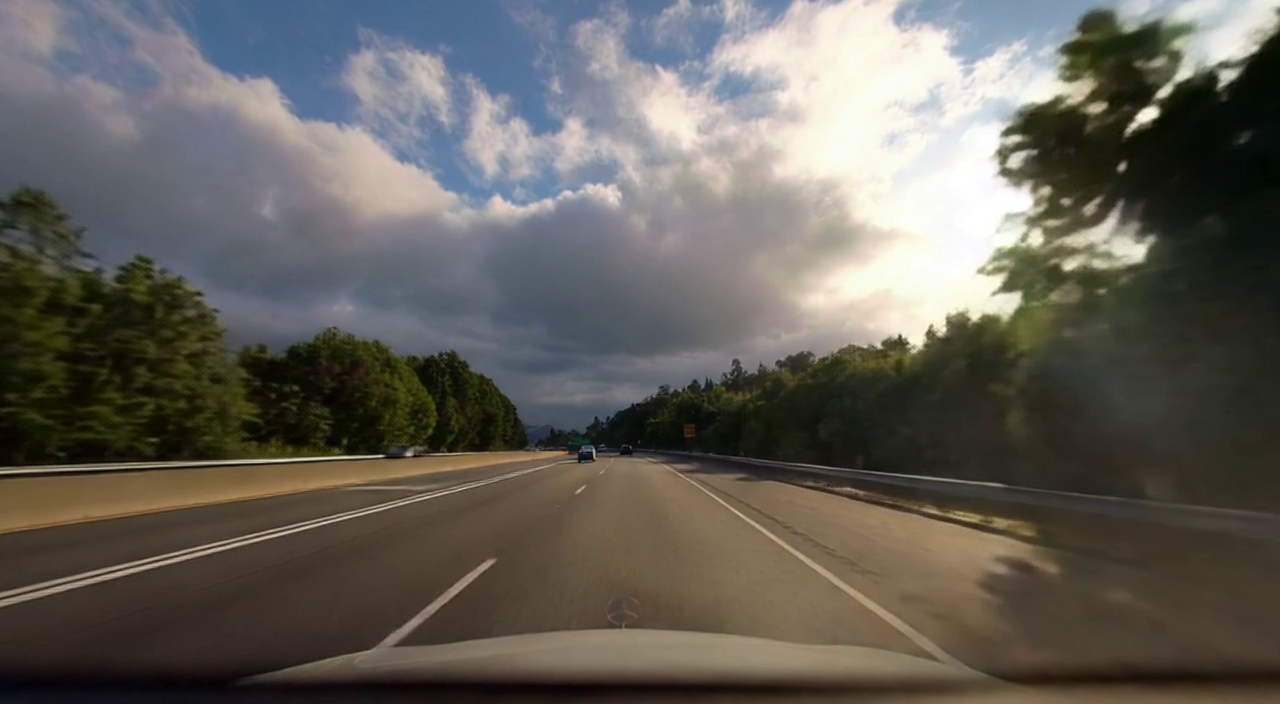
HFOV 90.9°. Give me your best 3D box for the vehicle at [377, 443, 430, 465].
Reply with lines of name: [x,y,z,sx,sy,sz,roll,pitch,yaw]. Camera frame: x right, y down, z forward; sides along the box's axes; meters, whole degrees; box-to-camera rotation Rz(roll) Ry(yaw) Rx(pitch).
vehicle: [-17.416,7.522,46.680,2.081,1.532,4.784,0,-9,-1]
